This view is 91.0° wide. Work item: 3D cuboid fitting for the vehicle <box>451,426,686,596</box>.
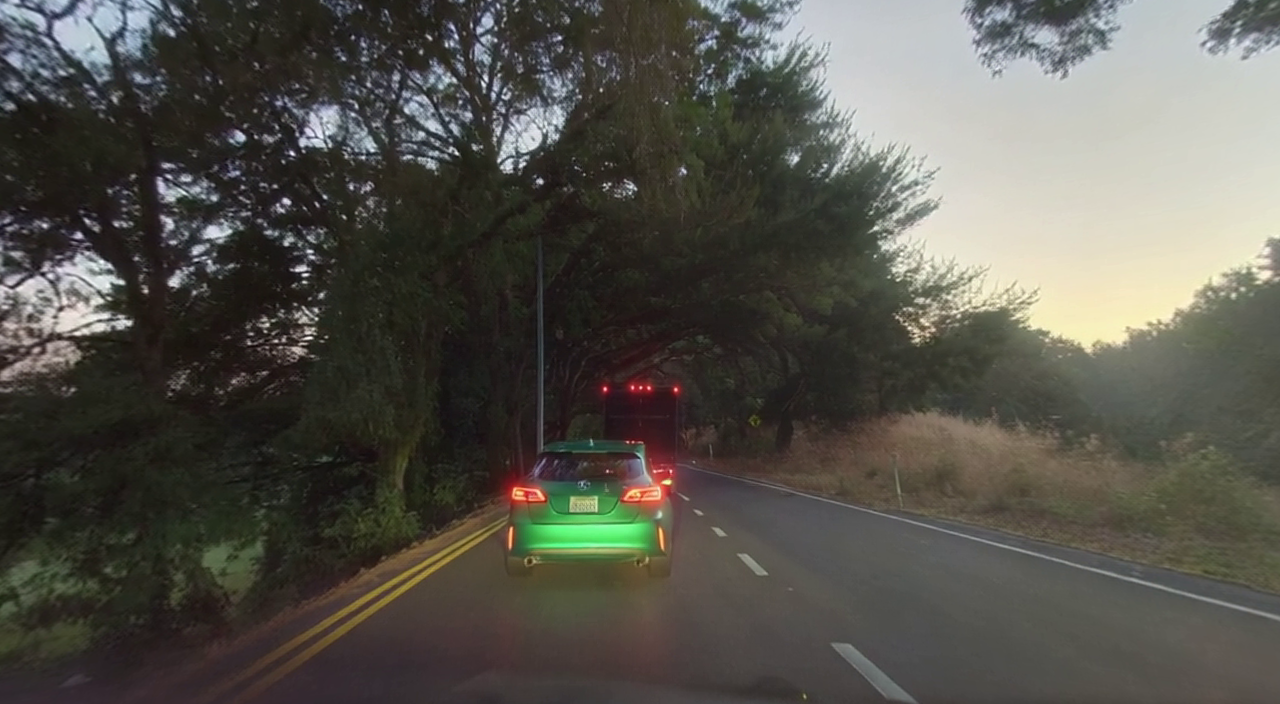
[{"bbox_3d":[-0.619,1.718,7.675,2.076,1.490,4.078,0,-9,0],"label":"vehicle"}]
